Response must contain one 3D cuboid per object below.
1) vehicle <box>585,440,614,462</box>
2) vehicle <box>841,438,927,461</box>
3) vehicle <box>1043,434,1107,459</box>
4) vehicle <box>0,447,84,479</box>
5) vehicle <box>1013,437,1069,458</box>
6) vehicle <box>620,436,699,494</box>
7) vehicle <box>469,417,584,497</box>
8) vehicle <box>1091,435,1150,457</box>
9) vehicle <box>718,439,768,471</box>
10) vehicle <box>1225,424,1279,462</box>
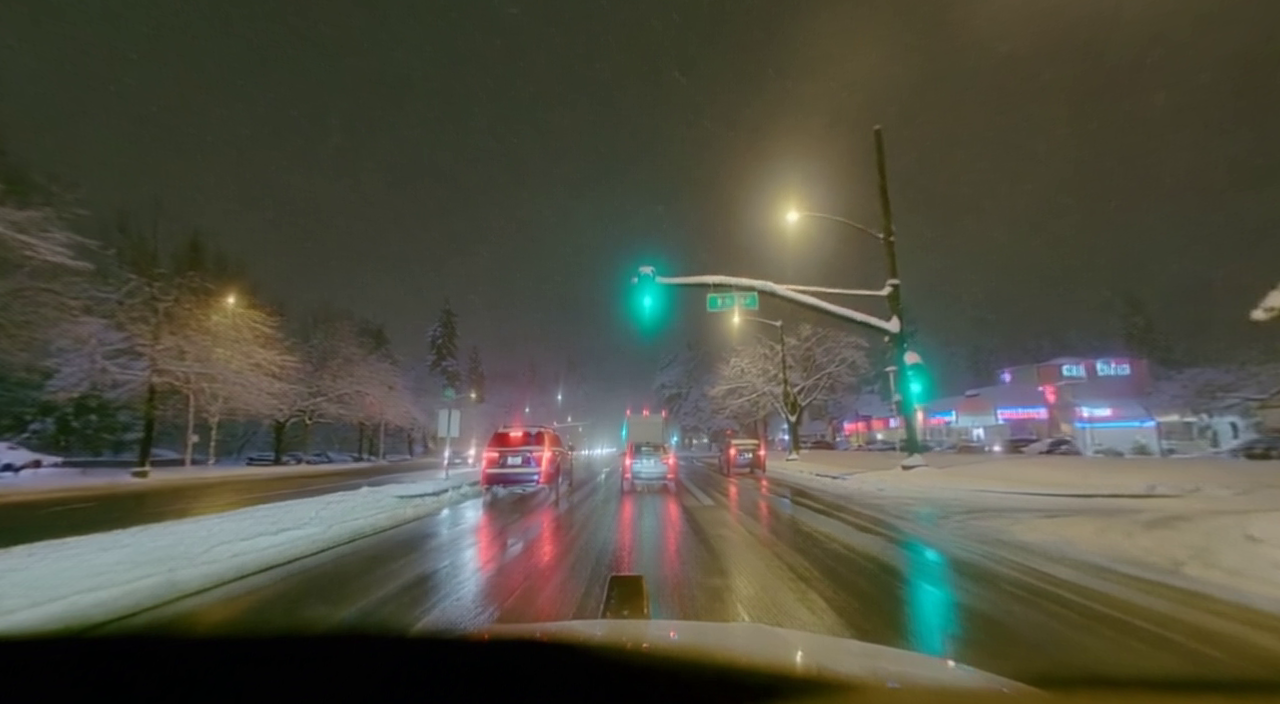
[{"bbox_3d":[-2.969,7.369,46.893,1.902,1.522,3.523,0,-8,1],"label":"vehicle"},{"bbox_3d":[15.682,6.299,40.709,4.756,1.422,1.831,0,-8,-1],"label":"vehicle"},{"bbox_3d":[29.351,6.359,42.485,4.225,1.502,1.915,3,-9,-32],"label":"vehicle"},{"bbox_3d":[-31.299,5.644,32.125,4.156,1.519,1.804,0,-8,0],"label":"vehicle"},{"bbox_3d":[28.549,6.767,44.835,3.873,1.429,1.765,5,-10,-31],"label":"vehicle"},{"bbox_3d":[0.508,3.253,18.565,2.061,1.494,4.079,0,-8,0],"label":"vehicle"},{"bbox_3d":[-3.016,2.963,18.158,2.289,1.935,5.227,0,-8,0],"label":"vehicle"},{"bbox_3d":[34.619,6.762,45.379,4.052,1.445,1.889,5,-10,-32],"label":"vehicle"},{"bbox_3d":[5.285,5.356,32.936,1.900,1.507,4.151,0,-8,0],"label":"vehicle"},{"bbox_3d":[32.944,4.636,32.576,5.720,1.822,2.307,3,-9,-32],"label":"vehicle"}]
